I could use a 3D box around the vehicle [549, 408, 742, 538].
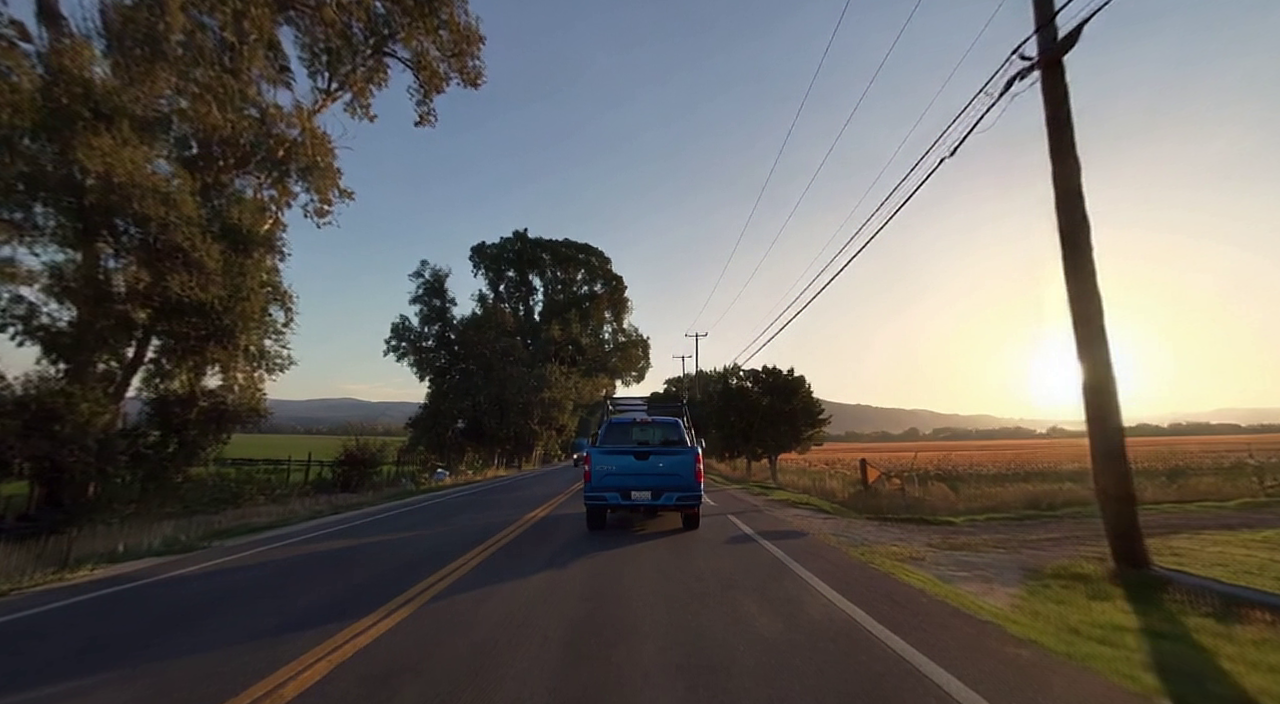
[{"bbox_3d":[0.039,2.185,12.131,2.774,1.861,5.885,0,-8,-1],"label":"vehicle"}]
